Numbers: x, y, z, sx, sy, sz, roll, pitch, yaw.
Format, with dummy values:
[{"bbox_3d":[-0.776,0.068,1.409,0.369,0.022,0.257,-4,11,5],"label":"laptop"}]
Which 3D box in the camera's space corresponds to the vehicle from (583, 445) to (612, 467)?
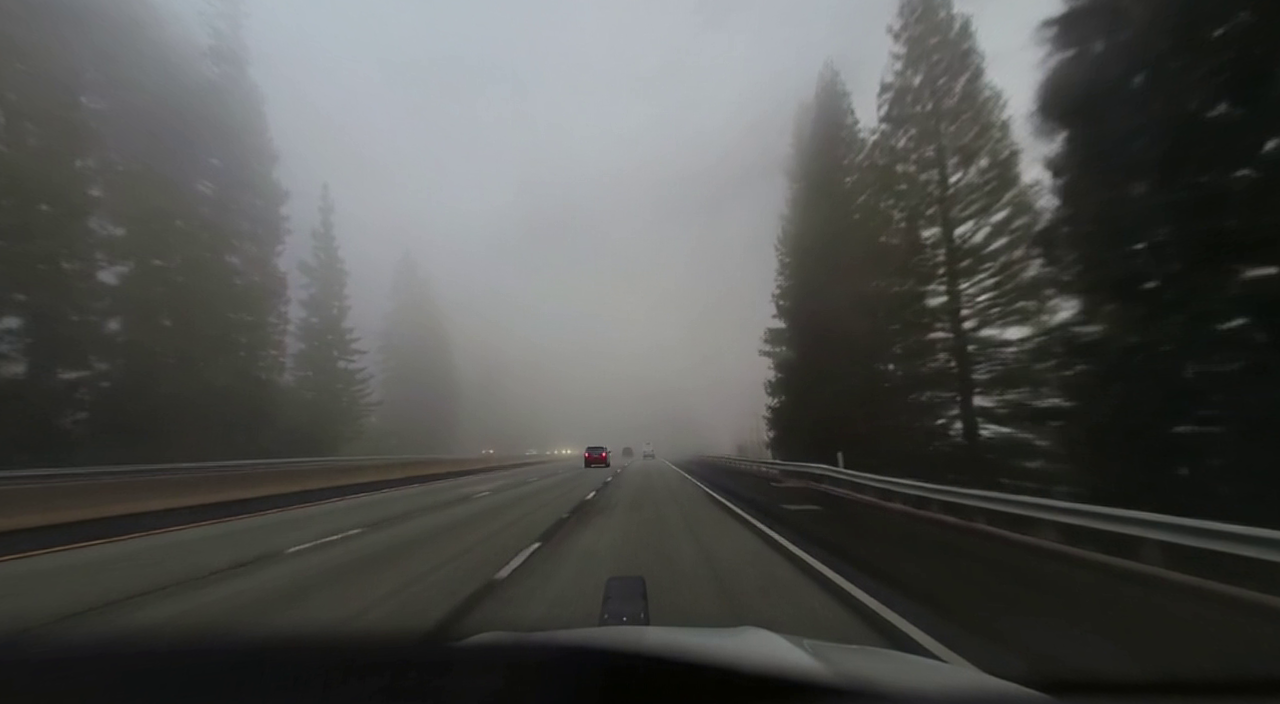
[{"bbox_3d":[-3.225,7.969,48.567,1.993,1.589,3.898,0,-8,0],"label":"vehicle"}]
